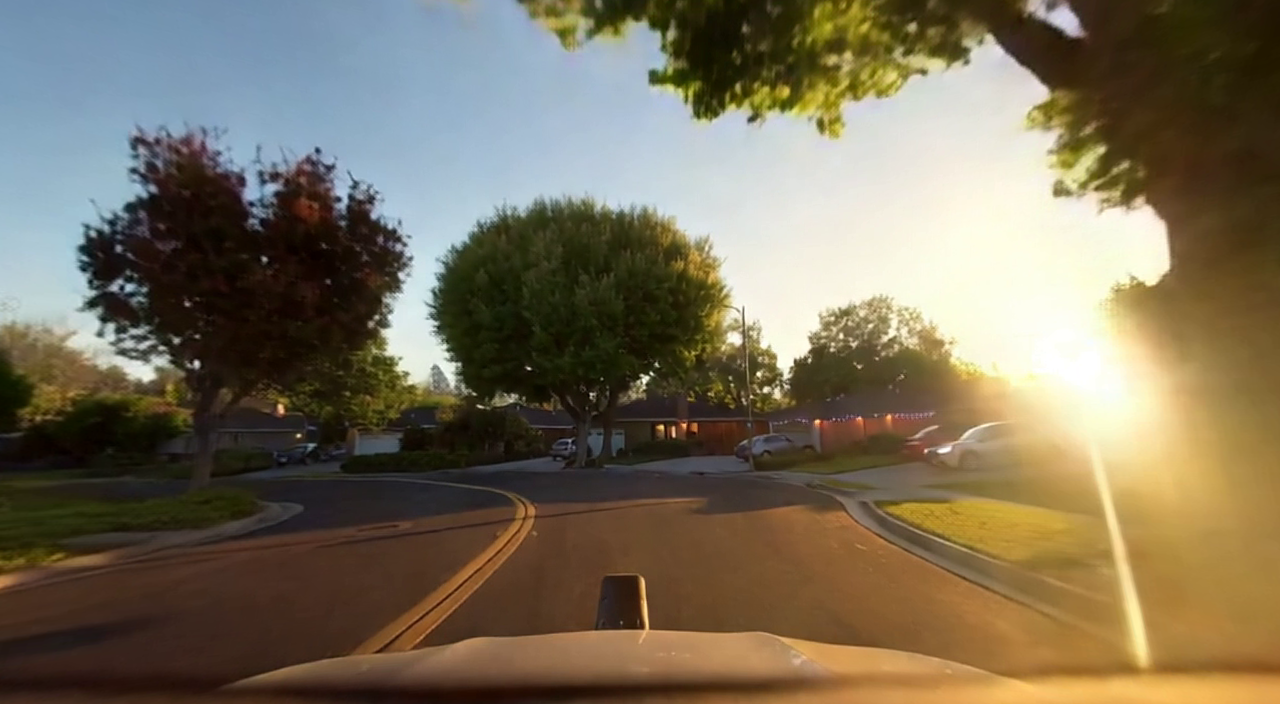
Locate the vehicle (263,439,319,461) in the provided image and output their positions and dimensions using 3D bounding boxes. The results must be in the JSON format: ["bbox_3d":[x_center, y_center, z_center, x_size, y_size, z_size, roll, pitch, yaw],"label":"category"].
[{"bbox_3d":[-26.521,7.460,48.157,2.042,1.633,4.132,0,-8,-3],"label":"vehicle"}]

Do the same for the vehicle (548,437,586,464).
[{"bbox_3d":[-4.833,6.550,42.456,1.819,1.442,4.329,0,-4,3],"label":"vehicle"}]

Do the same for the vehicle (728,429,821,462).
[{"bbox_3d":[7.601,5.249,35.572,4.799,1.451,2.144,0,-7,-31],"label":"vehicle"}]

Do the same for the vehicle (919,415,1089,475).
[{"bbox_3d":[12.017,3.115,21.107,4.327,1.573,1.967,-5,-9,0],"label":"vehicle"}]

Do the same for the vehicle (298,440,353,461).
[{"bbox_3d":[-23.866,7.480,48.116,1.933,1.477,4.361,0,-8,-1],"label":"vehicle"}]
